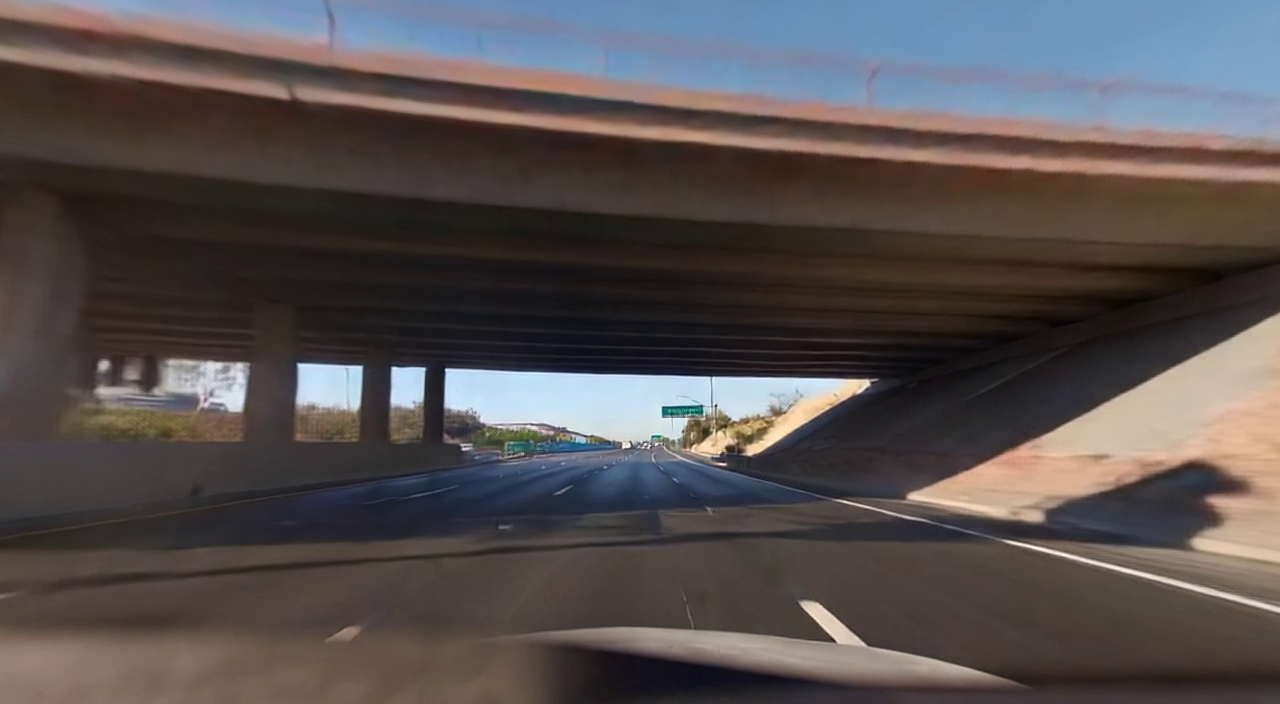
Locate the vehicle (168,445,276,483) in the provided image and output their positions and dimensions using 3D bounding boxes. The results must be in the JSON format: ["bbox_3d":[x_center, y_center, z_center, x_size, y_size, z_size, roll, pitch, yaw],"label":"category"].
[{"bbox_3d":[-17.856,4.766,27.217,1.889,1.483,3.991,0,-9,0],"label":"vehicle"}]
